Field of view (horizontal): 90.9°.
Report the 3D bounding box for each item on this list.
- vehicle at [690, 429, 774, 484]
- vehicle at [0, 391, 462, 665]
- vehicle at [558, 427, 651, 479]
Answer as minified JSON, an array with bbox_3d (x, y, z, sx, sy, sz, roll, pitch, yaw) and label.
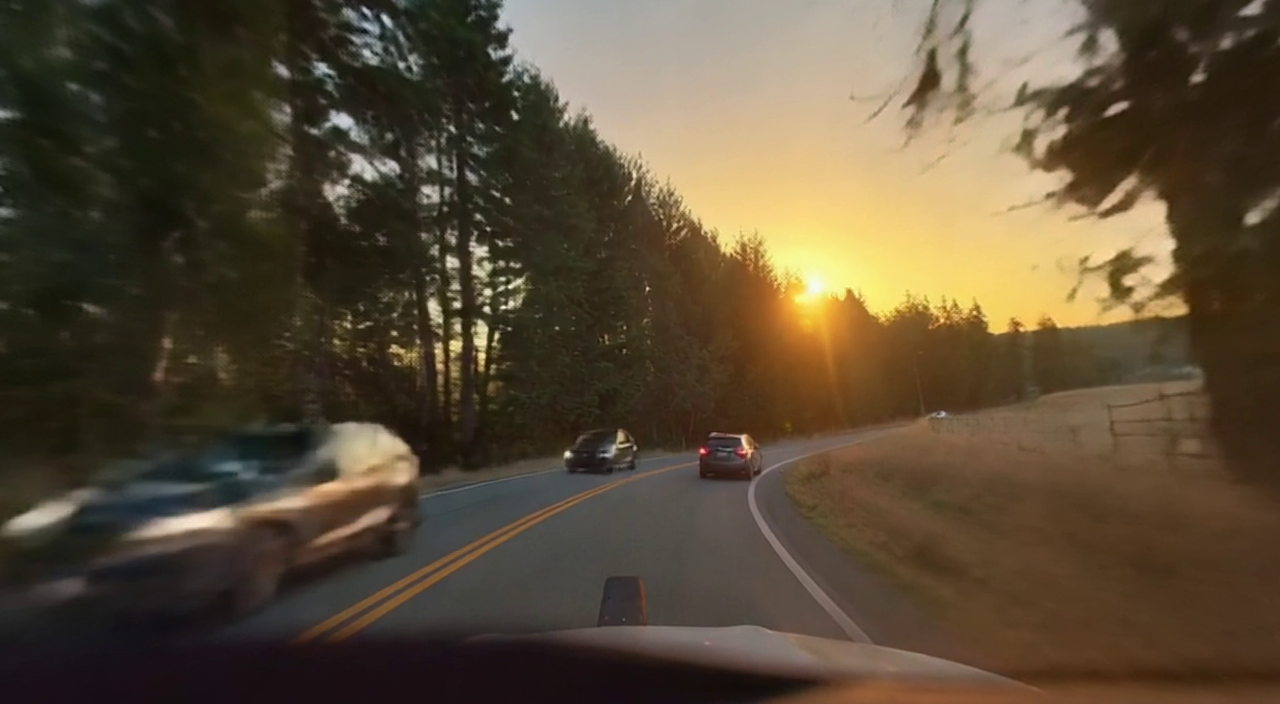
[{"bbox_3d":[3.102,3.335,20.486,2.274,1.583,4.349,-2,-8,13],"label":"vehicle"},{"bbox_3d":[-3.773,1.462,6.412,2.347,1.757,4.359,-1,-8,5],"label":"vehicle"},{"bbox_3d":[-1.136,3.535,22.355,2.032,1.654,4.204,-2,-8,16],"label":"vehicle"}]
